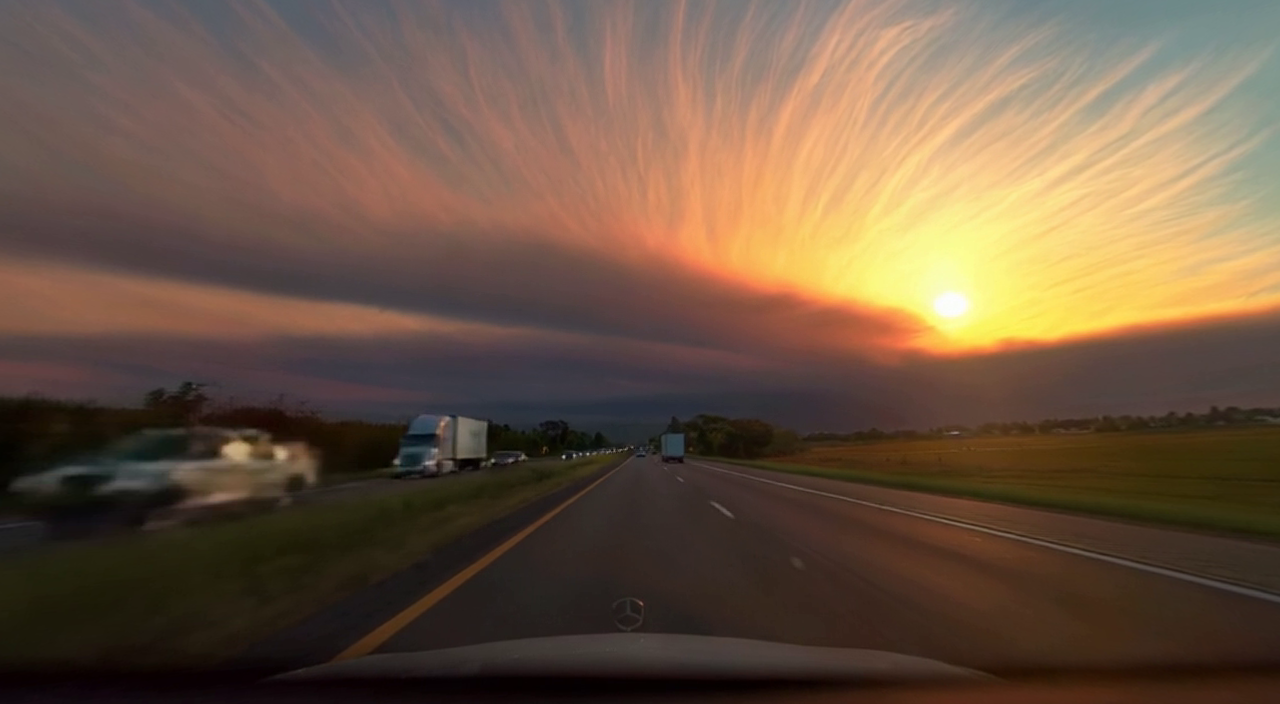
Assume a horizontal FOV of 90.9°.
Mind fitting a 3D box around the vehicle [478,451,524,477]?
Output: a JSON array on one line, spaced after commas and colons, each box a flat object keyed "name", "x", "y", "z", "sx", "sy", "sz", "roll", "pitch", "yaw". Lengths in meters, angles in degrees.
[{"name": "vehicle", "x": -8.627, "y": 6.959, "z": 39.393, "sx": 1.963, "sy": 1.511, "sz": 3.901, "roll": 0, "pitch": -9, "yaw": 0}]

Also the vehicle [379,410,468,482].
[{"name": "vehicle", "x": -12.840, "y": 5.677, "z": 38.032, "sx": 3.047, "sy": 3.925, "sz": 6.286, "roll": 0, "pitch": -9, "yaw": 0}]

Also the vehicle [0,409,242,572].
[{"name": "vehicle", "x": -8.592, "y": 1.917, "z": 9.250, "sx": 2.135, "sy": 1.906, "sz": 5.000, "roll": 0, "pitch": -9, "yaw": 1}]
